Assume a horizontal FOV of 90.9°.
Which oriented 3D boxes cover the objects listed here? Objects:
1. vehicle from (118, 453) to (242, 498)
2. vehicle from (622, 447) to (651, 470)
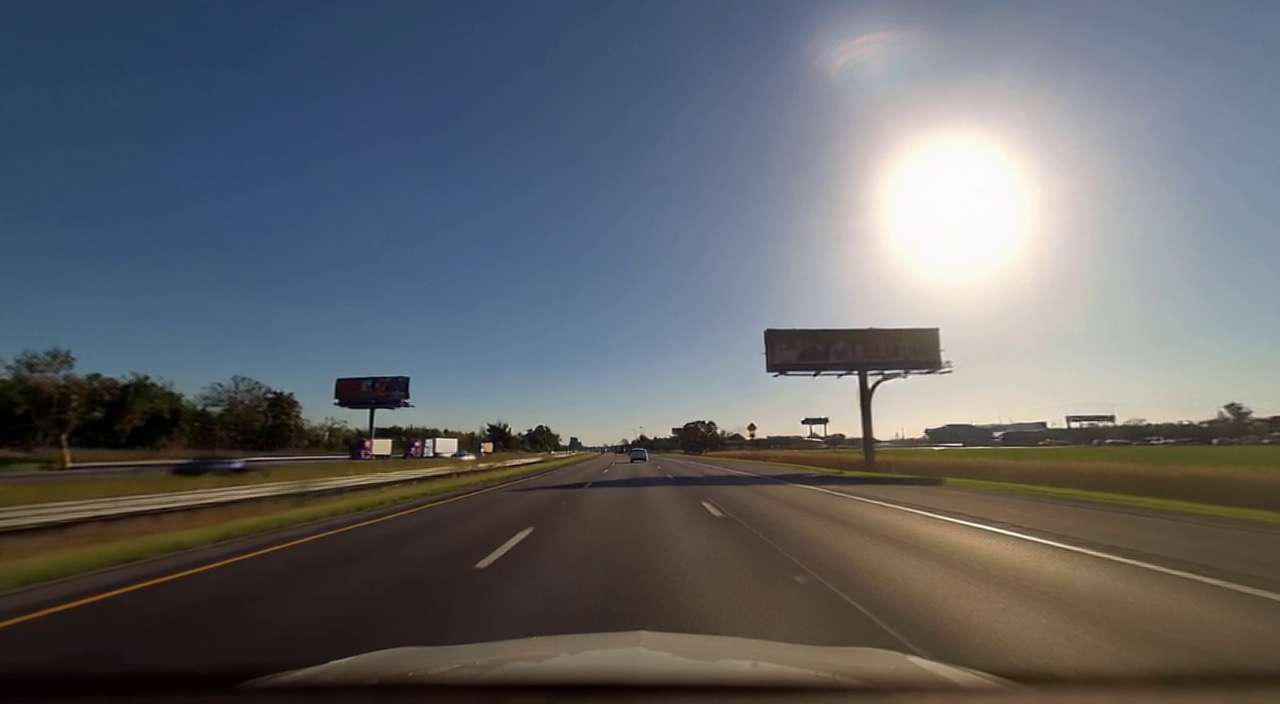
[{"bbox_3d":[-19.604,5.261,27.184,1.849,1.722,4.597,0,-9,0],"label":"vehicle"},{"bbox_3d":[-0.242,7.400,44.072,1.916,1.494,4.335,0,-9,0],"label":"vehicle"}]
